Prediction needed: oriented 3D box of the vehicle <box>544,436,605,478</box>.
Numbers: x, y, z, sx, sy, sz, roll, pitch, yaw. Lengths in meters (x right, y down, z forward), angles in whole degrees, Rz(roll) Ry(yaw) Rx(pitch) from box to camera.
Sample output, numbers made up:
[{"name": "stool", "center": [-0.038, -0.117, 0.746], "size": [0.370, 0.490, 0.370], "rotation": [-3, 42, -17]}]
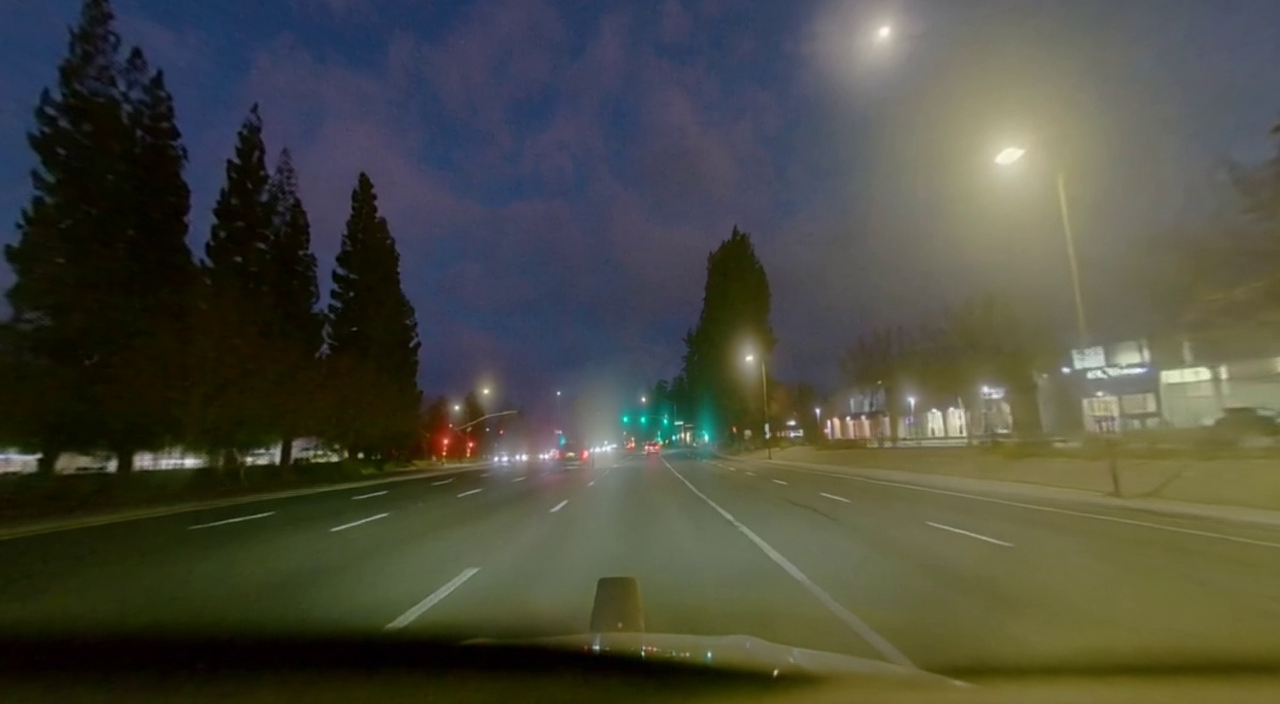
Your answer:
[{"name": "vehicle", "center": [-2.744, 4.548, 27.652], "size": [2.121, 1.656, 4.559], "rotation": [0, -8, 1]}]
